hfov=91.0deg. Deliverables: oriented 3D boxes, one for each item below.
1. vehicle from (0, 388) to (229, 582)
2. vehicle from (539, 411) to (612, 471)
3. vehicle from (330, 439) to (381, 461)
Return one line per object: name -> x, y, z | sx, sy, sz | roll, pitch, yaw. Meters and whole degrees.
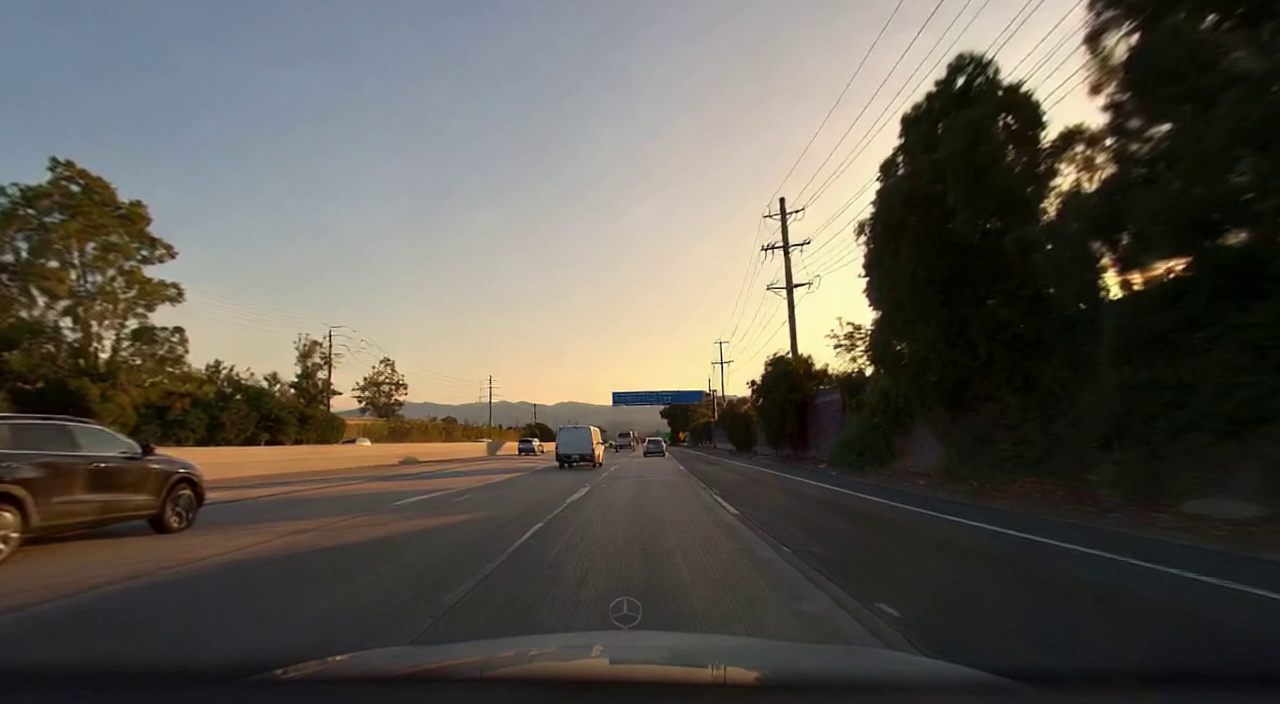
vehicle -> -7.410, 1.413, 6.887 | 2.192, 1.893, 5.330 | 0, -9, 0
vehicle -> -3.341, 5.052, 35.361 | 2.915, 2.885, 9.394 | 0, -9, 1
vehicle -> -21.017, 7.261, 46.717 | 1.771, 1.517, 4.056 | 0, -9, 2
